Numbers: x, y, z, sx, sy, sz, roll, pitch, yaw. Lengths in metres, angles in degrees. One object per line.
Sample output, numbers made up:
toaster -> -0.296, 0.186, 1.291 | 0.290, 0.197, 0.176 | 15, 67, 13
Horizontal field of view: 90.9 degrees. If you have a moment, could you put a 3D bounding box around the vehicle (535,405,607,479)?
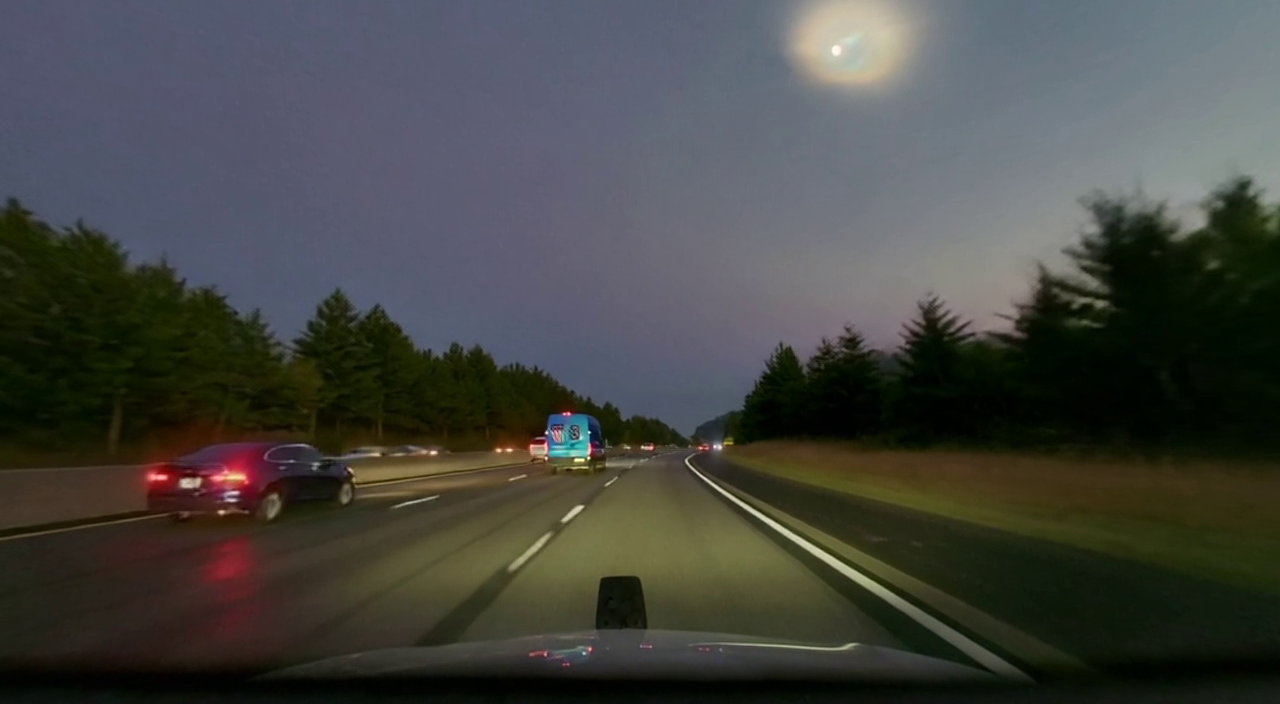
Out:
vehicle -> -2.843, 3.910, 27.470 | 2.319, 2.883, 5.632 | 0, -8, 2

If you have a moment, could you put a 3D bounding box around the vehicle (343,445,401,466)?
vehicle -> -19.346, 7.469, 45.762 | 1.905, 1.469, 4.566 | -1, -8, 4

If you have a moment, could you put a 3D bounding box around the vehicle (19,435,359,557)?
vehicle -> -6.401, 2.042, 9.810 | 1.947, 1.438, 4.440 | 0, -8, 1
